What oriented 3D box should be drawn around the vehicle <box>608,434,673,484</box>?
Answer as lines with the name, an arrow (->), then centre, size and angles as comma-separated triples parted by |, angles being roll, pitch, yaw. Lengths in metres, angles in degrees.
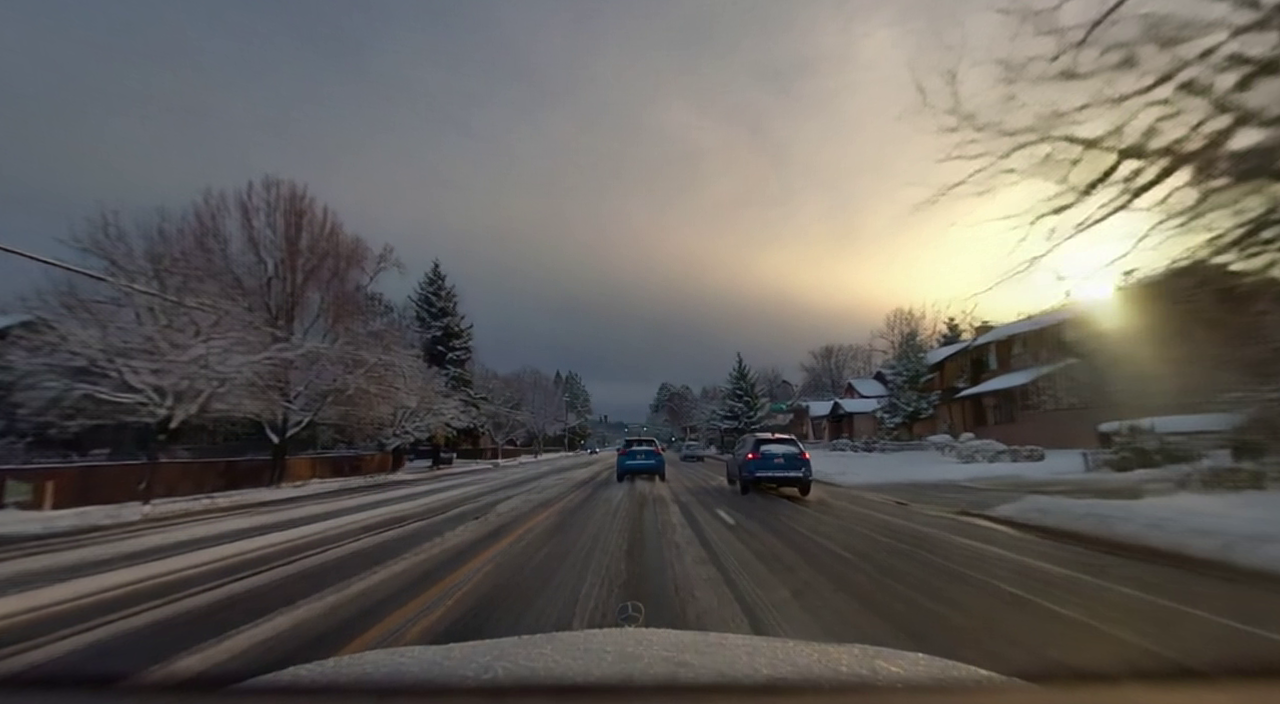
vehicle -> 0.028, 3.929, 23.353 | 2.200, 1.653, 4.127 | 0, -8, 0

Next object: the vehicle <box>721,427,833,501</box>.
vehicle -> 3.558, 3.002, 17.297 | 2.024, 1.711, 4.512 | 0, -8, 0

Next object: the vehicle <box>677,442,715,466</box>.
vehicle -> 3.672, 6.776, 42.058 | 2.099, 1.463, 4.130 | 0, -8, -1
